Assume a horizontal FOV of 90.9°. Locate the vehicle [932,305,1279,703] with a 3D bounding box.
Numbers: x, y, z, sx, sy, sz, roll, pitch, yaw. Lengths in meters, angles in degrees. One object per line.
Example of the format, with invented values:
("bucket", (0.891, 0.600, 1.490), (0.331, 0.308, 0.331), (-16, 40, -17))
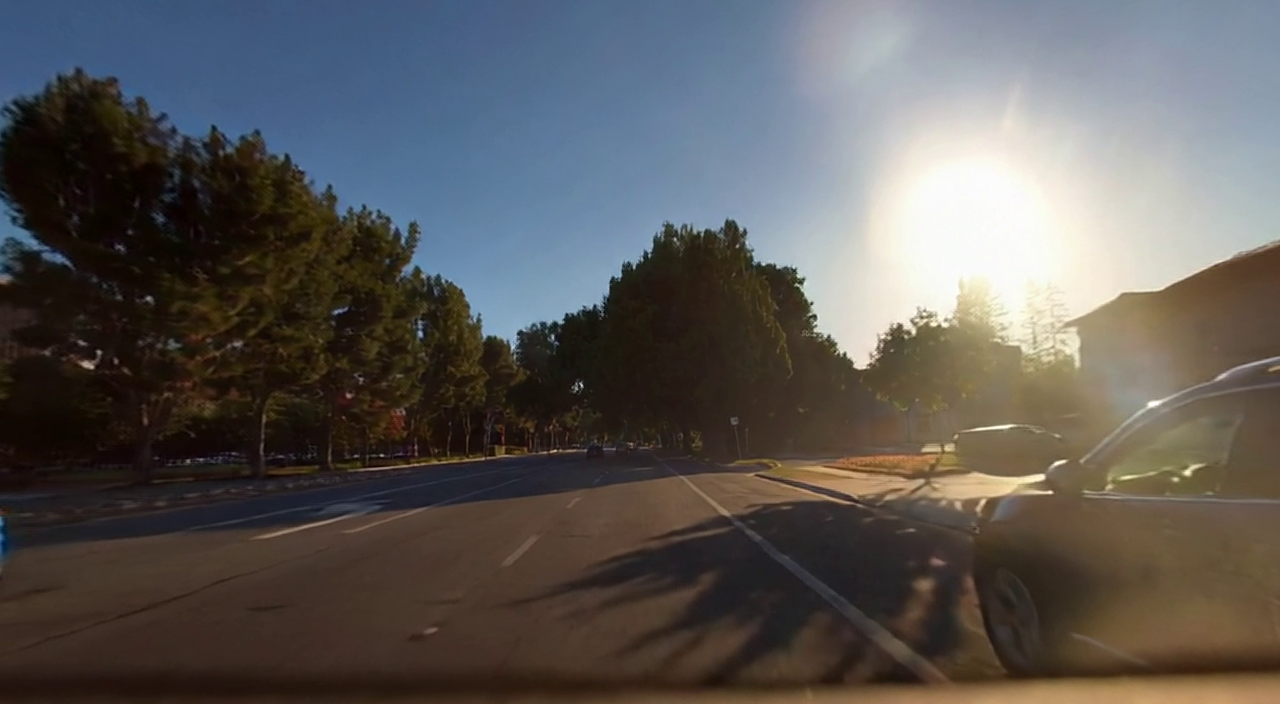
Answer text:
("vehicle", (2.944, 0.722, 1.702), (2.047, 1.768, 4.607), (0, -9, 0))
